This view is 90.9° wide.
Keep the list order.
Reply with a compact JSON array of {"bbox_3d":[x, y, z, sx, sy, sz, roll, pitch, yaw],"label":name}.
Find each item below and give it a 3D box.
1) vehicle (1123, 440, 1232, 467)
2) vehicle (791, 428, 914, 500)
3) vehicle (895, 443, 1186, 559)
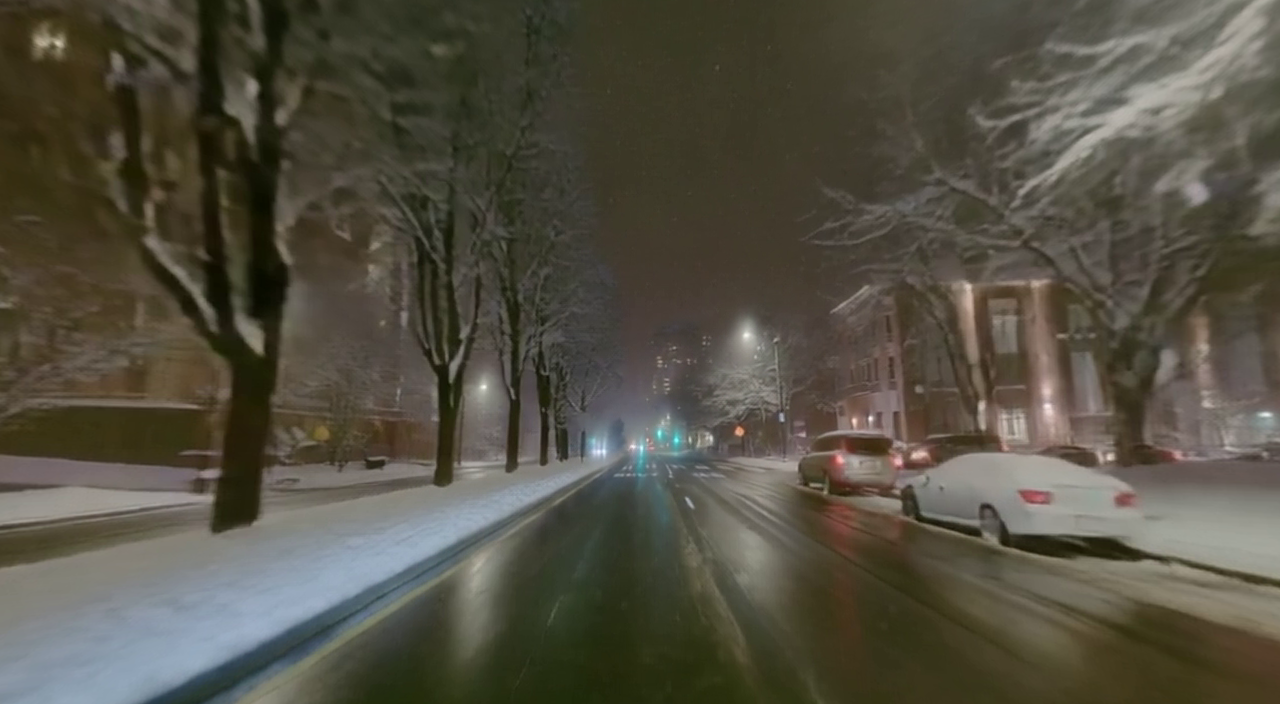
[{"bbox_3d":[30.362,5.741,35.691,4.373,1.489,1.908,0,-8,1],"label":"vehicle"},{"bbox_3d":[6.228,3.326,19.161,2.045,1.890,4.876,0,-8,0],"label":"vehicle"},{"bbox_3d":[6.224,2.306,10.673,1.948,1.511,4.623,0,-8,1],"label":"vehicle"}]
